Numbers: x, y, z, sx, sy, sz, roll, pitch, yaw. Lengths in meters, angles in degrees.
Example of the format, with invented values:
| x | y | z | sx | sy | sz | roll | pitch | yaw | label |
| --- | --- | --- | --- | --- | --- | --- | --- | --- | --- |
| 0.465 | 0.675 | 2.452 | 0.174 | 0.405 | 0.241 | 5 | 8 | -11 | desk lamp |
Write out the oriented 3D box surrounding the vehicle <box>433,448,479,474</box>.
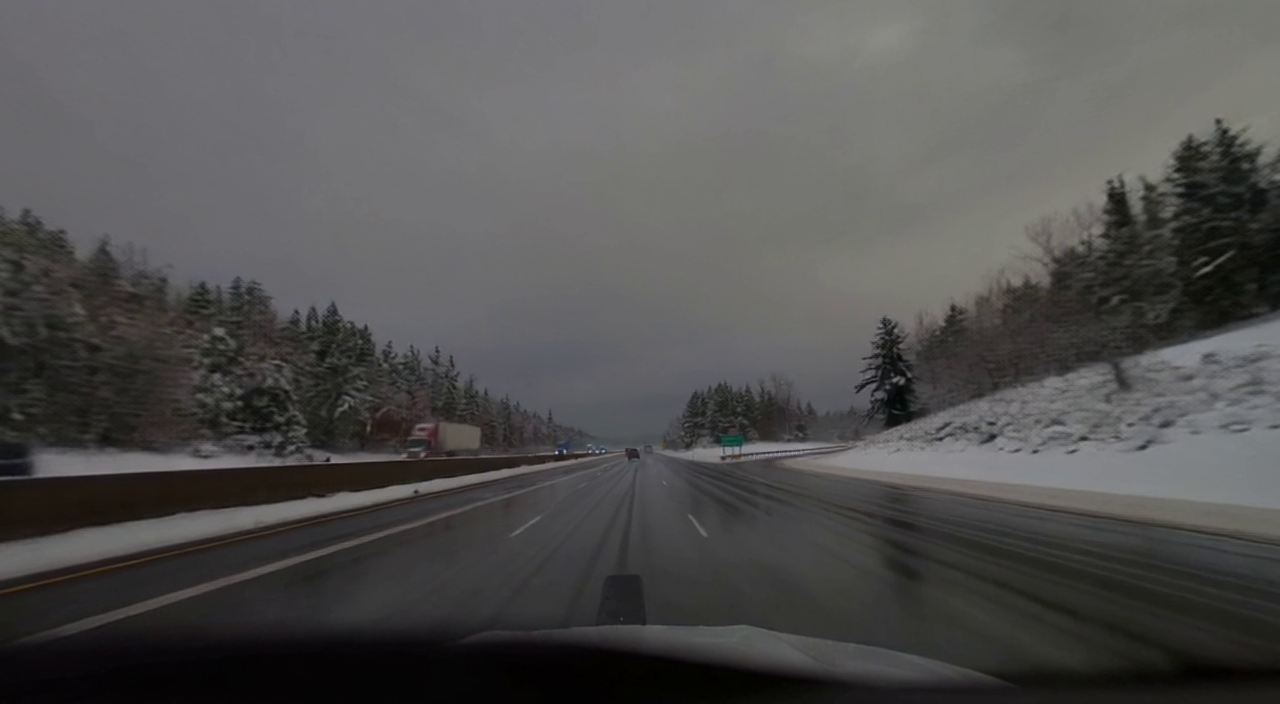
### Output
| x | y | z | sx | sy | sz | roll | pitch | yaw | label |
| --- | --- | --- | --- | --- | --- | --- | --- | --- | --- |
| -11.961 | 7.061 | 41.224 | 1.862 | 1.580 | 3.706 | 0 | -9 | 1 | vehicle |
